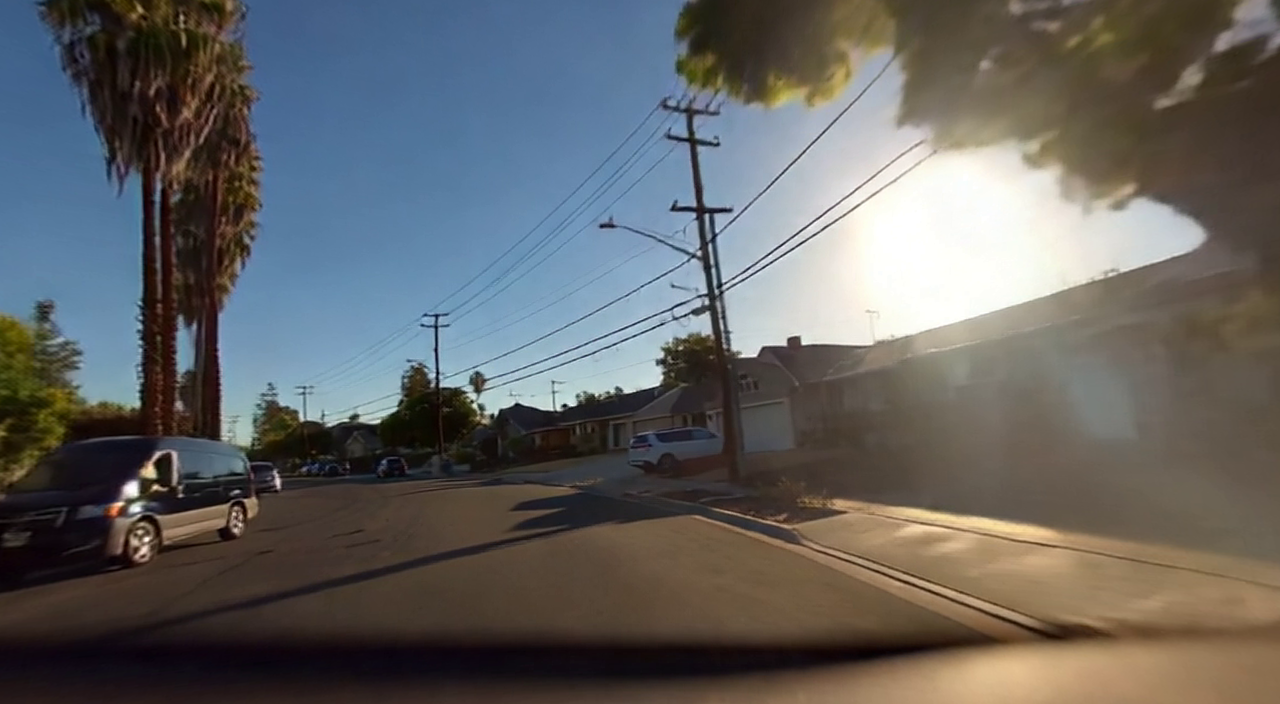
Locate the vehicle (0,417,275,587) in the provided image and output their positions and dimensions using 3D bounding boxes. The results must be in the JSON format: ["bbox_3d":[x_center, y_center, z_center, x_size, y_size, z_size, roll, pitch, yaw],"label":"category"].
[{"bbox_3d":[-9.001,2.526,11.346,2.552,2.134,6.076,-2,-9,-14],"label":"vehicle"}]

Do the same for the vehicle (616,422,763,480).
[{"bbox_3d":[1.910,3.770,24.443,5.102,2.040,2.472,3,-9,-26],"label":"vehicle"}]

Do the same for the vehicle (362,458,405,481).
[{"bbox_3d":[-18.753,8.547,46.157,1.870,1.490,3.802,6,-10,-38],"label":"vehicle"}]
